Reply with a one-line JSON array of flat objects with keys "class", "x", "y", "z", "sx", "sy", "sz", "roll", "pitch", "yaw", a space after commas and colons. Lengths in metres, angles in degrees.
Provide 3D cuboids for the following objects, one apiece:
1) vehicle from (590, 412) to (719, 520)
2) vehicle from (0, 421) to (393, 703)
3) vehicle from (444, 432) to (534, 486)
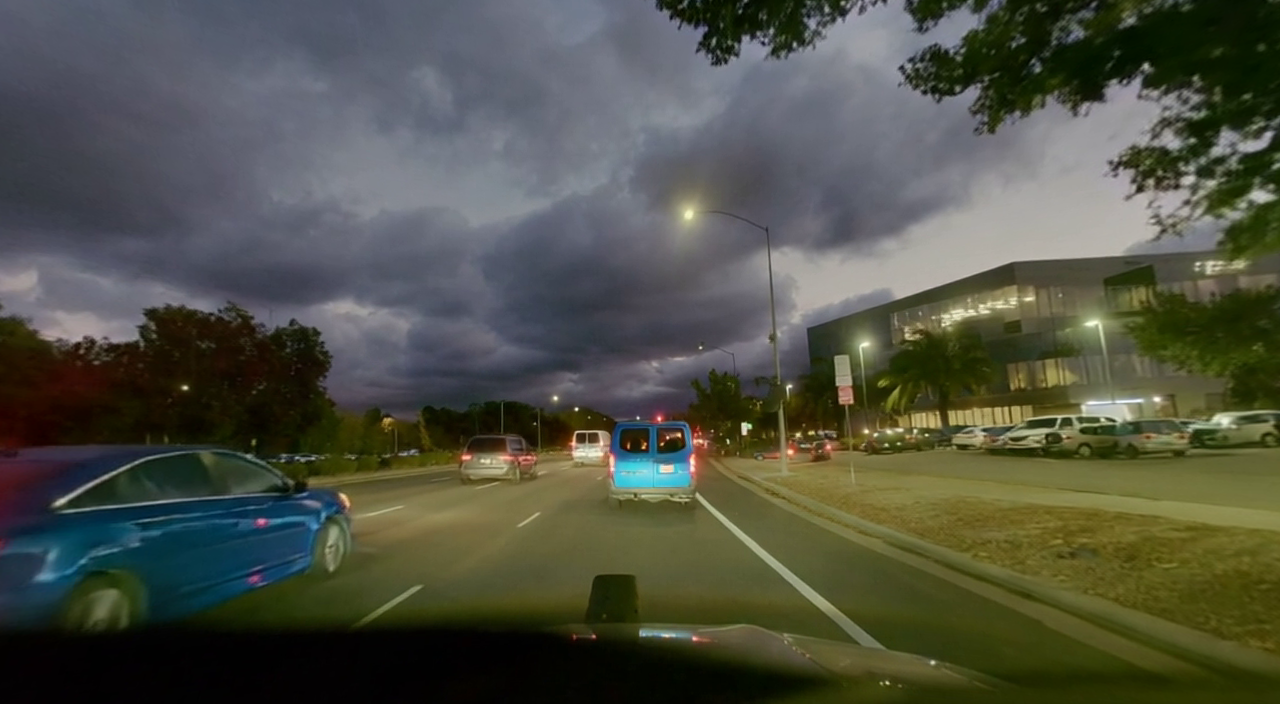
[{"class": "vehicle", "x": 0.311, "y": 2.255, "z": 12.899, "sx": 2.173, "sy": 1.830, "sz": 4.189, "roll": 0, "pitch": -9, "yaw": 2}, {"class": "vehicle", "x": -3.986, "y": 1.356, "z": 4.930, "sx": 1.991, "sy": 1.459, "sz": 4.813, "roll": 0, "pitch": -9, "yaw": 3}, {"class": "vehicle", "x": -5.205, "y": 3.765, "z": 22.527, "sx": 2.116, "sy": 1.714, "sz": 4.757, "roll": 0, "pitch": -9, "yaw": -1}]
